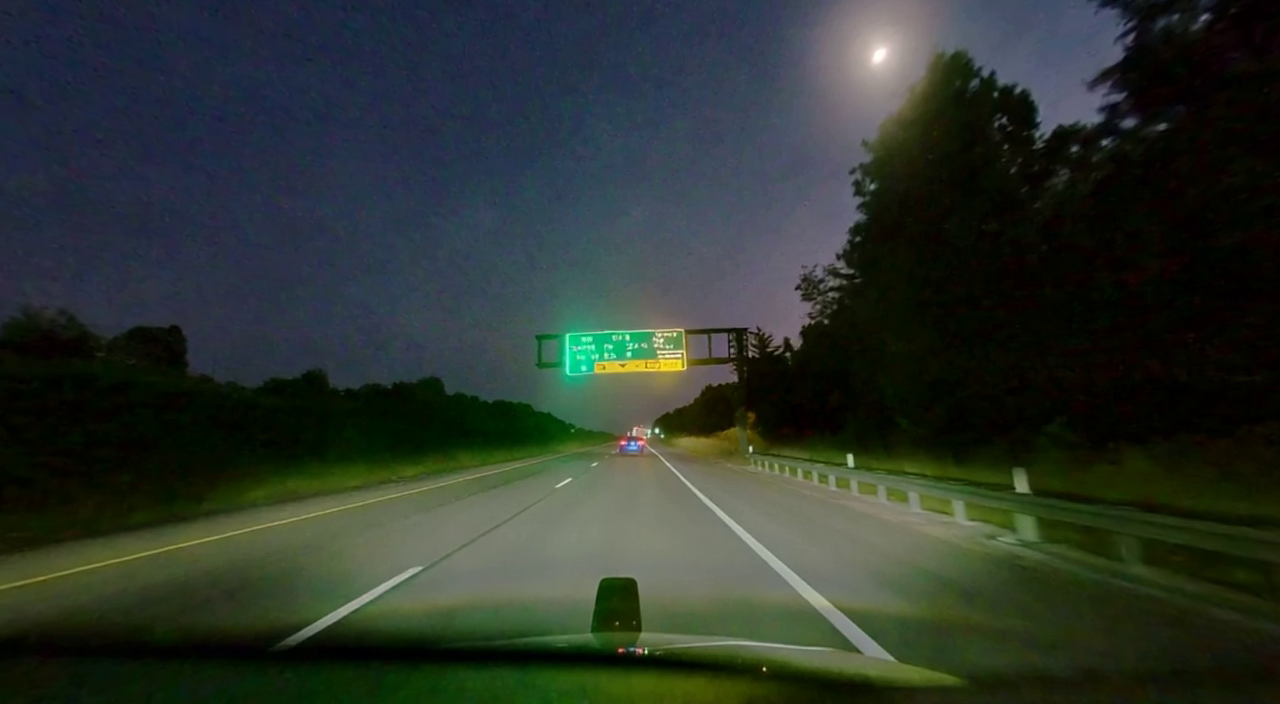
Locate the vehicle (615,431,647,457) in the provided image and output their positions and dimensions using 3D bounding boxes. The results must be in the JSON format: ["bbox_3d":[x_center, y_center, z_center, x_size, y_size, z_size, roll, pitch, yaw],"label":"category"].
[{"bbox_3d":[-0.640,6.574,45.147,2.180,1.717,4.139,0,-8,-1],"label":"vehicle"}]
